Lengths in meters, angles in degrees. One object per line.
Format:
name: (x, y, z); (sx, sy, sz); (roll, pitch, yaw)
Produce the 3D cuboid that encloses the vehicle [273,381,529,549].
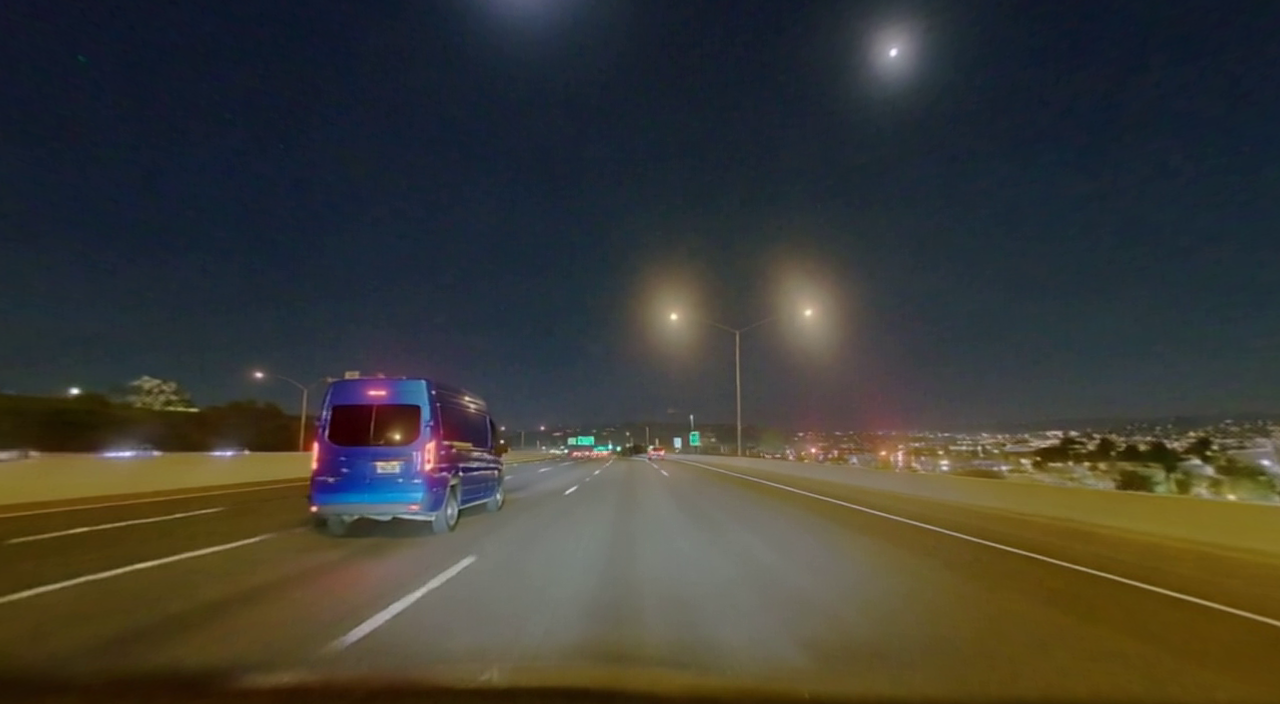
vehicle: (-3.698, 1.925, 11.227); (2.372, 2.248, 5.393); (0, -9, 1)
